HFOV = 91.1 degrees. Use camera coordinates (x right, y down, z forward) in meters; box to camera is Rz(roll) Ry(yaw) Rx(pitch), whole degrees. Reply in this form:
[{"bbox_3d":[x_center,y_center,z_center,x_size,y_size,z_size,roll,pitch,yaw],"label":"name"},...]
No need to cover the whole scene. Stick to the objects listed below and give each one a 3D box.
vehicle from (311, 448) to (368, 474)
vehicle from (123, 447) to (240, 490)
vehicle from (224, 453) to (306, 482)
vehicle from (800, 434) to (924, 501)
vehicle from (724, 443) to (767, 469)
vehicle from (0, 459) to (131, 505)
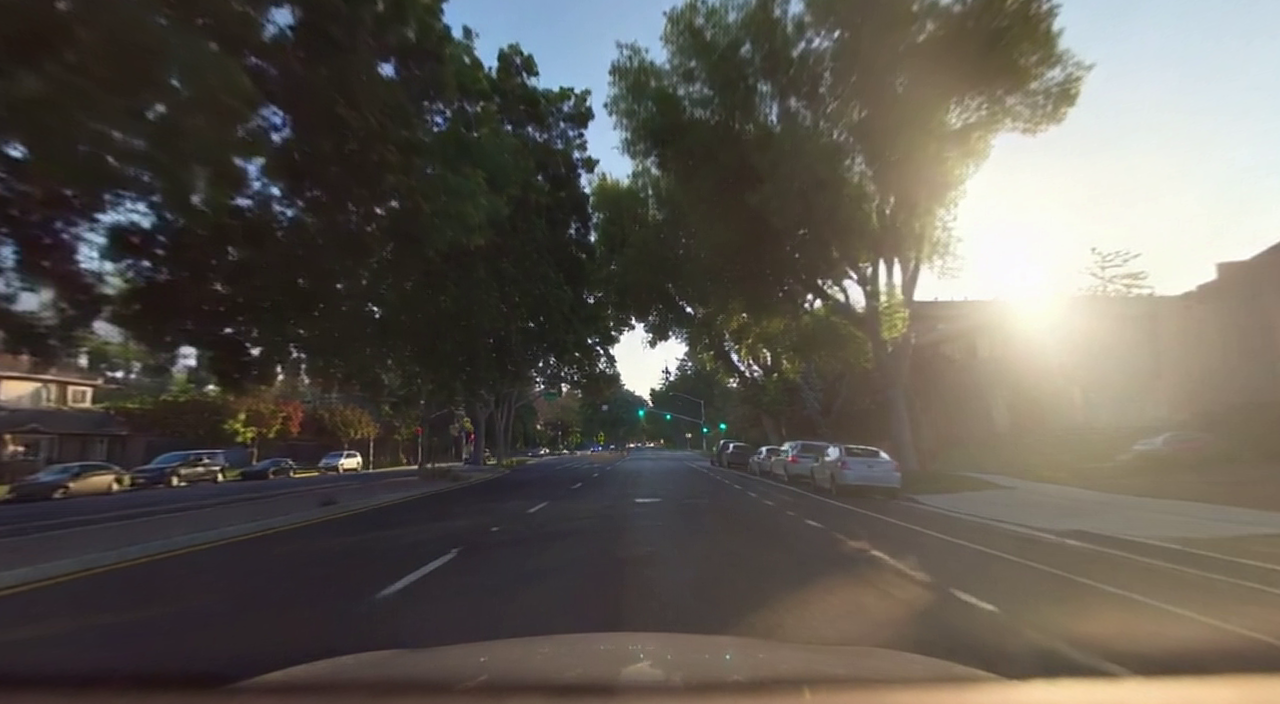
[{"bbox_3d":[-21.610,7.831,45.309,1.933,1.733,4.518,0,-8,-1],"label":"vehicle"},{"bbox_3d":[-21.742,5.511,30.072,2.001,1.839,4.669,0,-8,0],"label":"vehicle"},{"bbox_3d":[-21.599,6.640,36.405,1.842,1.496,4.614,0,-8,0],"label":"vehicle"},{"bbox_3d":[6.213,3.274,18.237,1.918,1.662,4.393,0,-8,-1],"label":"vehicle"},{"bbox_3d":[6.362,6.332,38.336,1.901,1.470,4.580,0,-8,0],"label":"vehicle"},{"bbox_3d":[-21.931,4.789,23.515,1.883,1.450,4.659,0,-8,-1],"label":"vehicle"}]
